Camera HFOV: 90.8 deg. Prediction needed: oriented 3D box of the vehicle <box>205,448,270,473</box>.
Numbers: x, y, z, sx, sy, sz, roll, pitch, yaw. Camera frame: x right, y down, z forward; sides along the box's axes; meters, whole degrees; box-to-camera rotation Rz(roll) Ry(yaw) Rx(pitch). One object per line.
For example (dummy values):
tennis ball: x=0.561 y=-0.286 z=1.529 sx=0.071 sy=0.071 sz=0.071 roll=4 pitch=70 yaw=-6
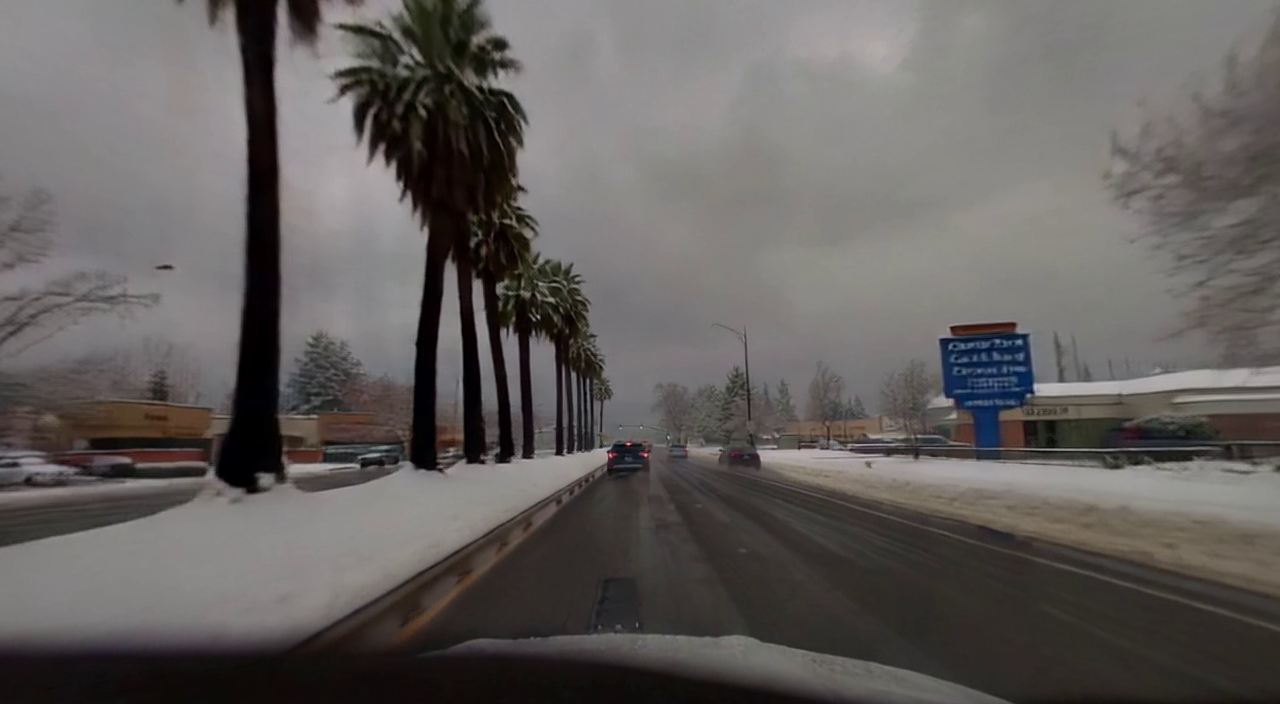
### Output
vehicle: x=-29.791 y=8.010 z=46.928 sx=2.011 sy=1.753 sz=4.066 roll=0 pitch=-9 yaw=2

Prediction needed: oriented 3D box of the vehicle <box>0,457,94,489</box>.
vehicle: x=-30.152 y=5.985 z=31.269 sx=4.345 sy=1.476 sz=1.937 roll=1 pitch=-9 yaw=-3

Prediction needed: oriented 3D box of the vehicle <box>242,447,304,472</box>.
vehicle: x=-26.980 y=7.863 z=46.561 sx=1.934 sy=1.736 sz=4.341 roll=0 pitch=-9 yaw=0

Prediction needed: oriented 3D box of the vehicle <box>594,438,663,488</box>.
vehicle: x=-0.345 y=3.665 z=21.174 sx=2.106 sy=1.496 sz=3.964 roll=0 pitch=-9 yaw=0

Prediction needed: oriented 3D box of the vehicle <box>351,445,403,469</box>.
vehicle: x=-19.255 y=7.656 z=46.434 sx=2.021 sy=1.666 sz=4.247 roll=0 pitch=-9 yaw=-1

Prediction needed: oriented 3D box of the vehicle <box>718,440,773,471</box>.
vehicle: x=6.014 y=5.944 z=36.459 sx=2.244 sy=1.618 sz=4.585 roll=0 pitch=-9 yaw=-2
